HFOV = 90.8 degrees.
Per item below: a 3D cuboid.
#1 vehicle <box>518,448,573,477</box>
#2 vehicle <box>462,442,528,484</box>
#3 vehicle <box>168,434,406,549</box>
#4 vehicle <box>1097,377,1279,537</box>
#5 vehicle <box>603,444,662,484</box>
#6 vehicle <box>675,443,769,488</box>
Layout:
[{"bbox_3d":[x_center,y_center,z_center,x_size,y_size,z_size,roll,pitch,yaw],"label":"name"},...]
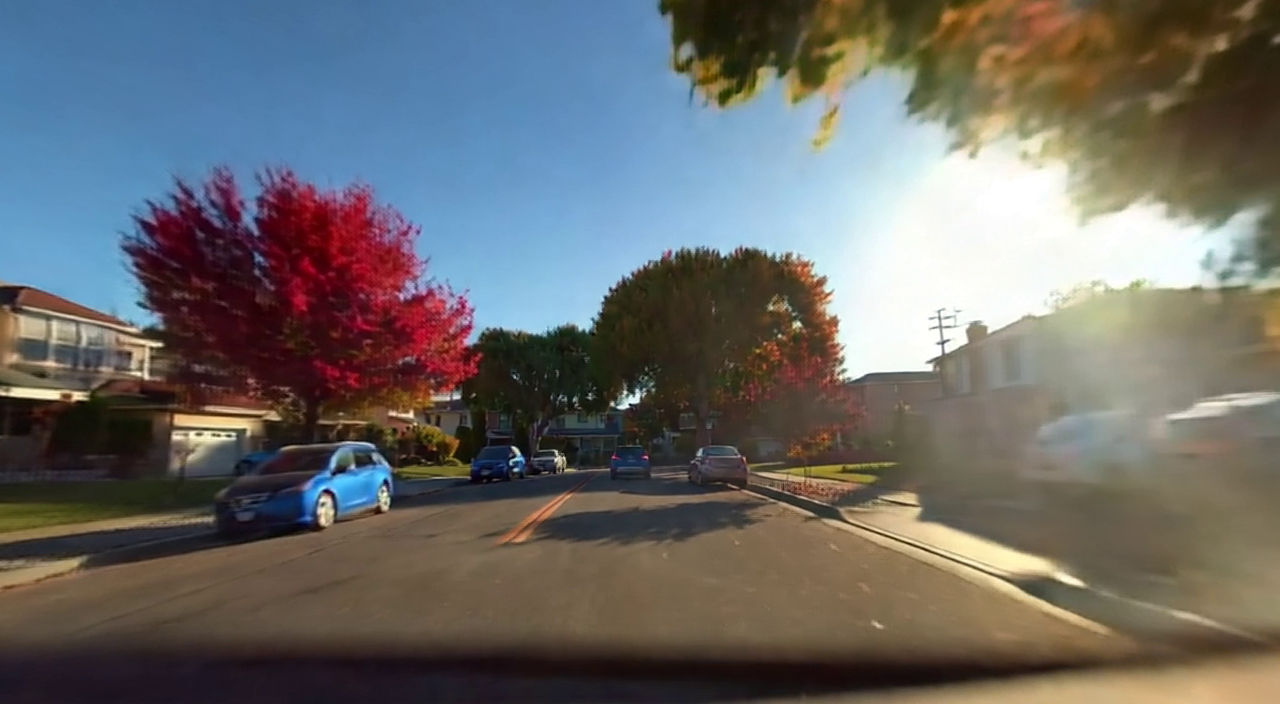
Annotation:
[{"bbox_3d":[-6.441,7.590,43.668,2.641,1.747,4.738,-3,-9,6],"label":"vehicle"},{"bbox_3d":[-7.026,5.437,31.131,2.235,1.851,4.662,-2,-9,-1],"label":"vehicle"},{"bbox_3d":[-6.700,2.628,12.853,2.254,1.773,4.795,-2,-8,-2],"label":"vehicle"},{"bbox_3d":[9.739,1.356,9.004,4.813,1.914,2.041,-3,-9,-5],"label":"vehicle"},{"bbox_3d":[-0.334,4.507,25.691,2.192,1.474,4.192,0,-9,-1],"label":"vehicle"},{"bbox_3d":[2.894,4.166,23.455,2.429,1.502,4.474,1,-9,-7],"label":"vehicle"}]
